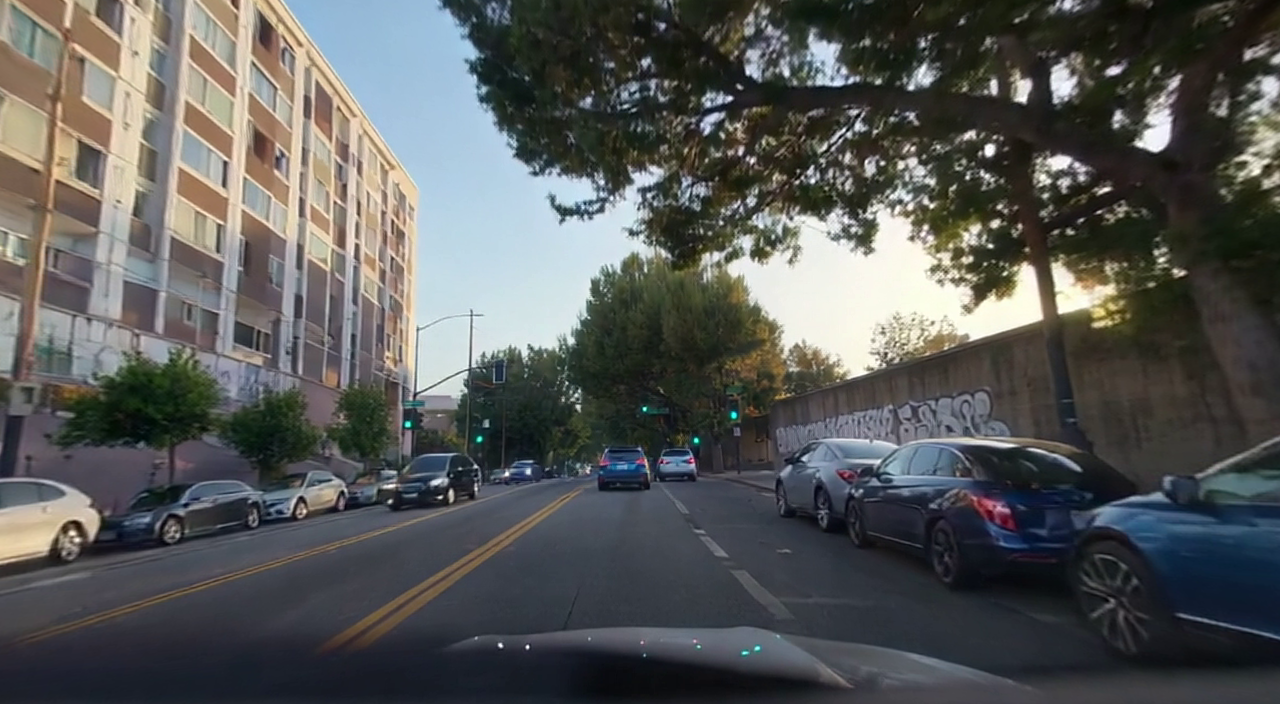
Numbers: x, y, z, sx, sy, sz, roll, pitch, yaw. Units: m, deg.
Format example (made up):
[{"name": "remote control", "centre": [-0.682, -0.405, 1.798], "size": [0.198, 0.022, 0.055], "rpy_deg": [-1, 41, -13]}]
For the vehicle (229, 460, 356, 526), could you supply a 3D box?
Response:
[{"name": "vehicle", "centre": [-11.148, 4.493, 20.622], "size": [1.822, 1.639, 4.144], "rpy_deg": [-5, -8, 0]}]

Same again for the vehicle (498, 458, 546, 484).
[{"name": "vehicle", "centre": [-6.999, 7.088, 37.870], "size": [2.040, 1.402, 4.237], "rpy_deg": [0, -9, 0]}]

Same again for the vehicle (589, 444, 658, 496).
[{"name": "vehicle", "centre": [-0.566, 4.041, 22.068], "size": [2.166, 1.579, 4.300], "rpy_deg": [0, -8, -1]}]

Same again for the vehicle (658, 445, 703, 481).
[{"name": "vehicle", "centre": [2.095, 5.843, 33.616], "size": [2.207, 1.761, 4.292], "rpy_deg": [-1, -8, 3]}]

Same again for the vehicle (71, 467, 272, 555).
[{"name": "vehicle", "centre": [-11.034, 3.713, 15.370], "size": [1.741, 1.506, 4.370], "rpy_deg": [-4, -8, -3]}]

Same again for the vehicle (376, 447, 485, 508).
[{"name": "vehicle", "centre": [-6.716, 4.022, 20.853], "size": [2.147, 1.747, 4.409], "rpy_deg": [0, -8, -1]}]

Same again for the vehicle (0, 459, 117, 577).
[{"name": "vehicle", "centre": [-10.949, 2.684, 9.651], "size": [2.276, 1.741, 4.439], "rpy_deg": [-6, -8, -2]}]

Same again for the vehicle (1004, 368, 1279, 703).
[{"name": "vehicle", "centre": [4.163, 0.922, 2.598], "size": [2.097, 1.811, 5.230], "rpy_deg": [0, -8, -1]}]
